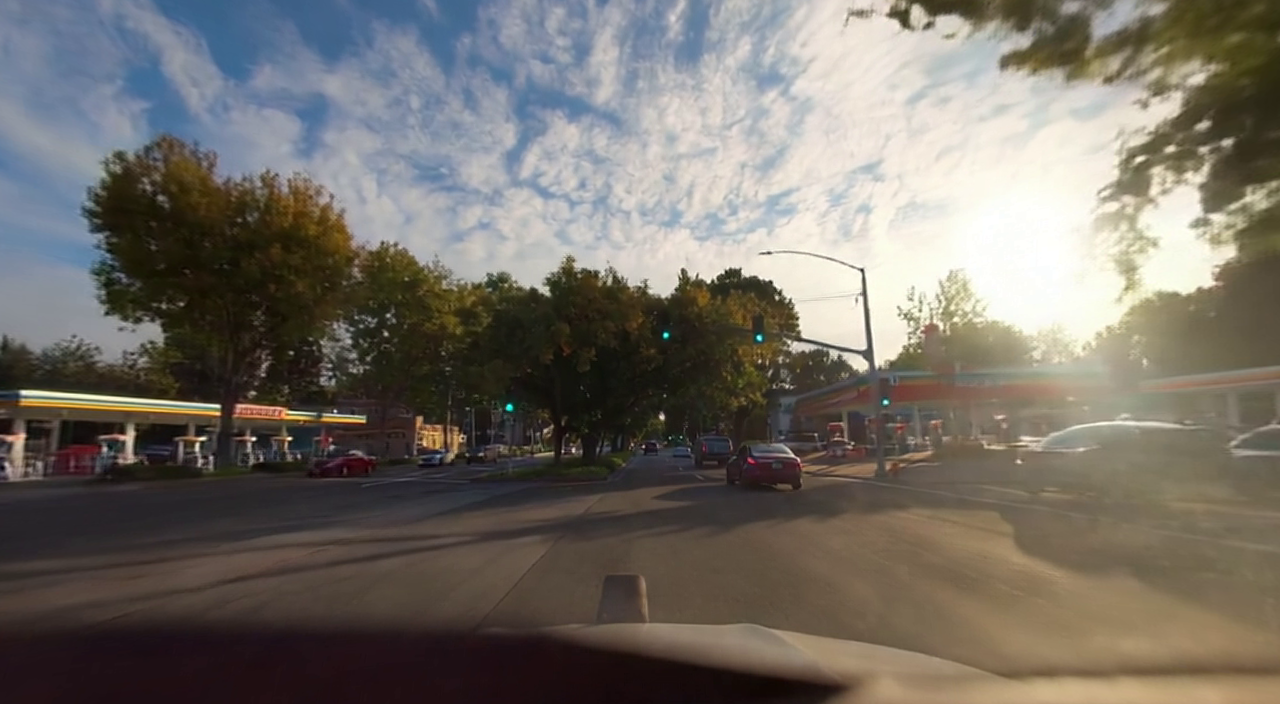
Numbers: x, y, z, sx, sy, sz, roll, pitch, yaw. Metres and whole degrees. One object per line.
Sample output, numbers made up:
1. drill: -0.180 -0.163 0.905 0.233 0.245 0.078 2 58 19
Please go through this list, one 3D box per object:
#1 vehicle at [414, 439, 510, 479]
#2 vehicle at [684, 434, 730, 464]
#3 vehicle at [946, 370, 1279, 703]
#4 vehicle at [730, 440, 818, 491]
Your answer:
1. vehicle: -7.893 4.772 28.565 2.842 1.476 4.980 -2 -7 1
2. vehicle: 4.604 6.764 44.081 2.611 1.983 5.165 0 -9 0
3. vehicle: 3.827 1.024 3.472 1.875 1.665 4.931 0 -9 1
4. vehicle: 4.091 3.528 19.972 1.871 1.442 4.122 0 -9 0
